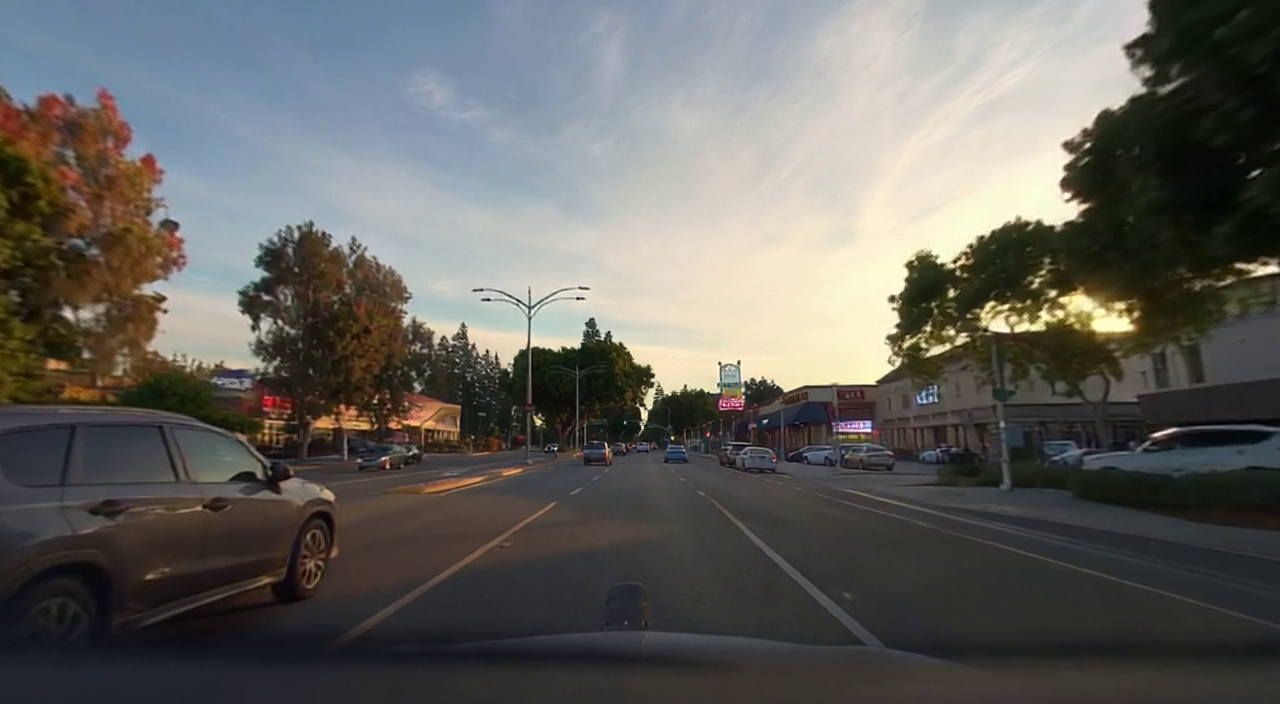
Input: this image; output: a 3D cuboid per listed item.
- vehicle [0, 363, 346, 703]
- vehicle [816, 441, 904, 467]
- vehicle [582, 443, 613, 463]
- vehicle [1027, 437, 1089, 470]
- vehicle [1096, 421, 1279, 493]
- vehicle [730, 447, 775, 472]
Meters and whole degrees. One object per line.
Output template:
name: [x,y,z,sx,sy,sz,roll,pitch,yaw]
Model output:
vehicle: [-3.568,1.003,3.432,1.983,1.635,3.957,0,-9,0]
vehicle: [15.116,7.027,43.561,5.326,1.690,2.007,-8,-11,41]
vehicle: [-3.141,7.590,47.466,2.005,1.446,4.265,0,-9,1]
vehicle: [26.472,6.394,39.791,5.164,1.952,1.981,8,-12,-43]
vehicle: [15.655,2.675,16.396,1.691,1.670,5.790,3,-7,-40]
vehicle: [6.691,6.438,38.000,1.888,1.425,4.547,0,-9,0]
